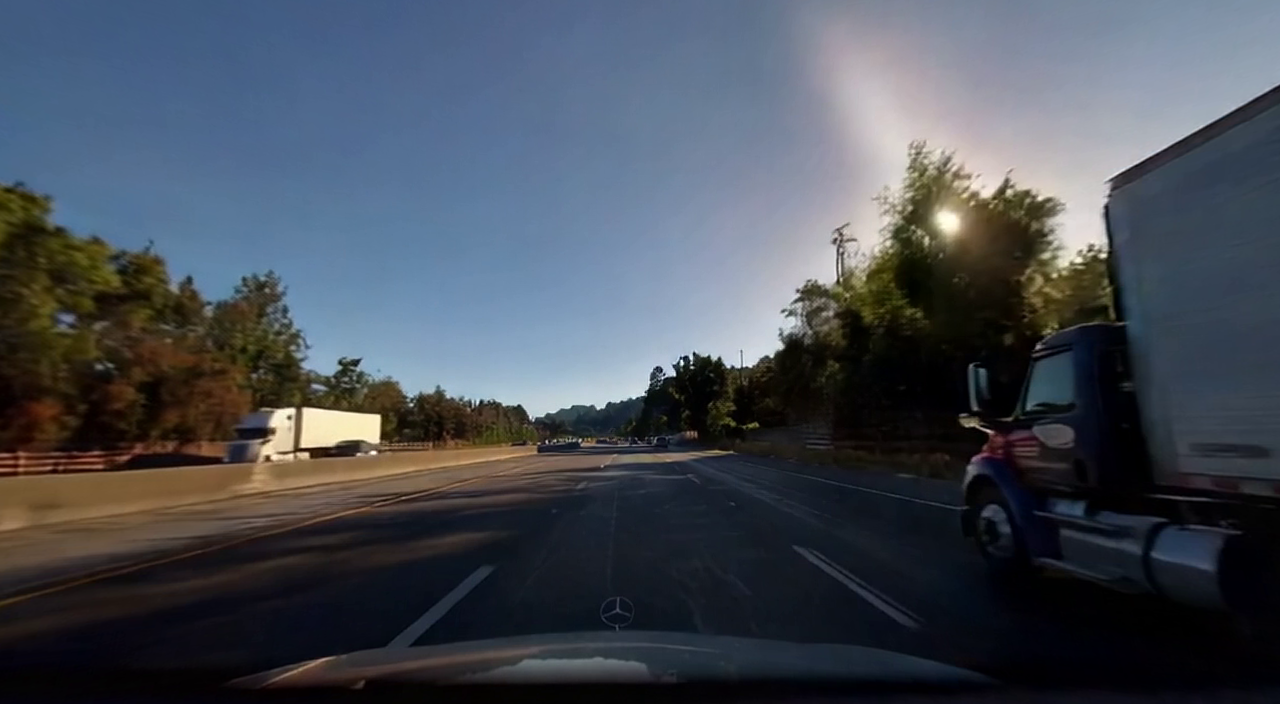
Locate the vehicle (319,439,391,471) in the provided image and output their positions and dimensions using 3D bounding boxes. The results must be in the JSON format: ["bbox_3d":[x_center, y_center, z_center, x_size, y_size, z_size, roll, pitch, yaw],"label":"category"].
[{"bbox_3d":[-16.654,6.008,37.041,2.036,1.742,4.794,0,-8,-1],"label":"vehicle"}]

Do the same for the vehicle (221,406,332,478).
[{"bbox_3d":[-21.417,5.335,37.560,3.006,3.901,5.946,-1,-8,-1],"label":"vehicle"}]

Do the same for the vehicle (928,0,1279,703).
[{"bbox_3d":[4.004,-0.053,1.506,2.766,3.349,7.796,0,-8,-1],"label":"vehicle"}]
